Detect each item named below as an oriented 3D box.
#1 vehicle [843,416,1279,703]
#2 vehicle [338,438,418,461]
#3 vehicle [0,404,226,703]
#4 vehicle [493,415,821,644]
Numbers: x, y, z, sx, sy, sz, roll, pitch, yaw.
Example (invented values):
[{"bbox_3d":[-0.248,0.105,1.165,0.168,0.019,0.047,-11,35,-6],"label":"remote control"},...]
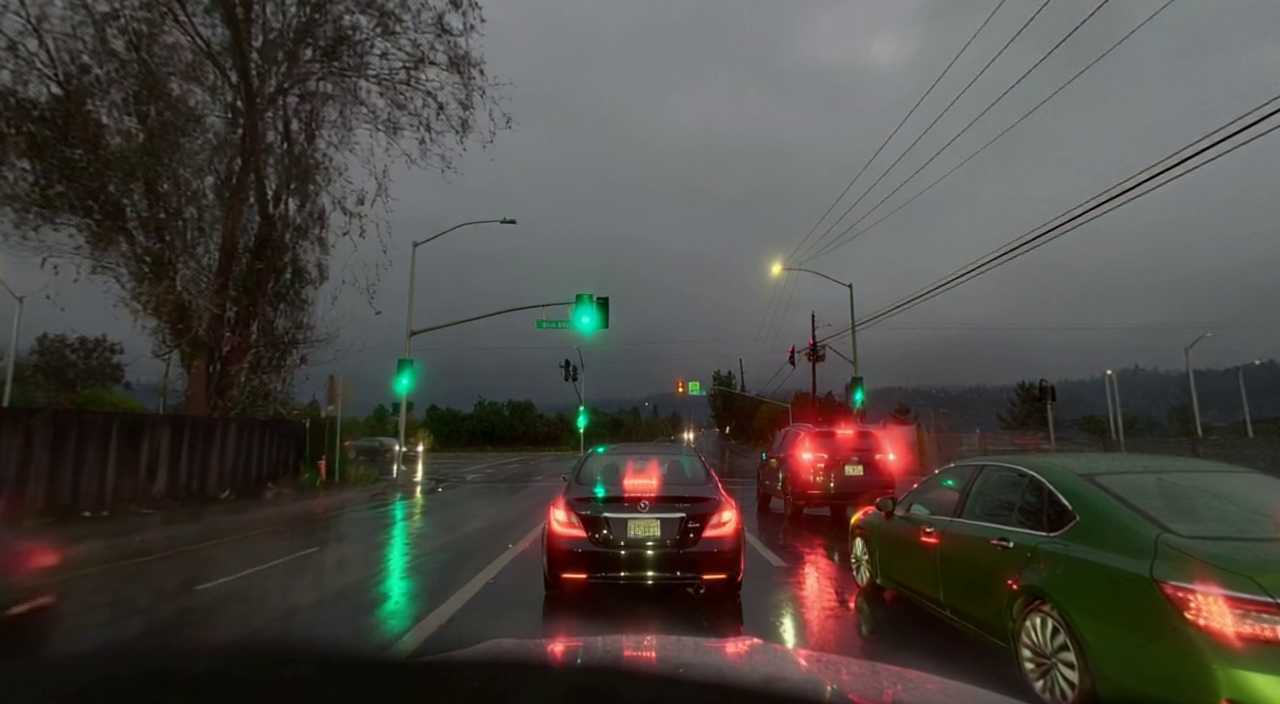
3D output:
[{"bbox_3d":[3.090,1.240,4.142,2.027,1.432,4.431,0,-8,0],"label":"vehicle"},{"bbox_3d":[-17.214,6.409,41.472,4.406,1.458,1.892,-1,-8,7],"label":"vehicle"},{"bbox_3d":[-3.279,0.774,1.250,1.959,1.456,4.488,0,-8,-2],"label":"vehicle"},{"bbox_3d":[0.085,1.502,6.433,2.170,1.497,4.369,0,-8,-1],"label":"vehicle"}]
